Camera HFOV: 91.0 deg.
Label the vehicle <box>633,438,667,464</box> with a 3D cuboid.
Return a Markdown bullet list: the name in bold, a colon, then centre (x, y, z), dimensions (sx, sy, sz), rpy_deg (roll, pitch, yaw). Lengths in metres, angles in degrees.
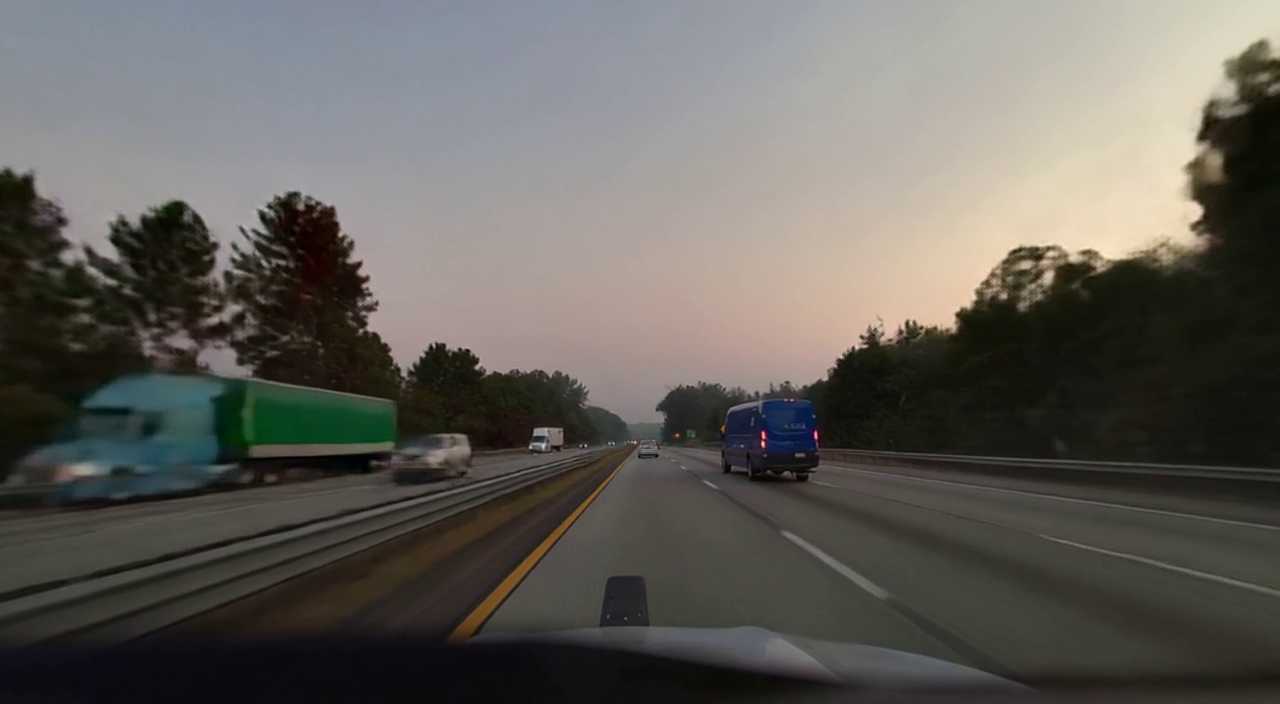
- **vehicle**: centre (0.653, 6.555, 41.783), dimensions (2.121, 1.590, 4.434), rpy_deg (0, -8, 1)

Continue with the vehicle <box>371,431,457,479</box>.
- **vehicle**: centre (-10.589, 4.853, 29.913), dimensions (2.128, 2.047, 4.976), rpy_deg (0, -8, 1)

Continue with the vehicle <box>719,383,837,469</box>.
- **vehicle**: centre (7.772, 4.787, 39.149), dimensions (3.479, 4.156, 17.231), rpy_deg (0, -8, 0)

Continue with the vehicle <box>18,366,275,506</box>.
- **vehicle**: centre (-15.187, 2.679, 20.121), dimensions (3.286, 3.794, 5.668), rpy_deg (0, -8, 2)
